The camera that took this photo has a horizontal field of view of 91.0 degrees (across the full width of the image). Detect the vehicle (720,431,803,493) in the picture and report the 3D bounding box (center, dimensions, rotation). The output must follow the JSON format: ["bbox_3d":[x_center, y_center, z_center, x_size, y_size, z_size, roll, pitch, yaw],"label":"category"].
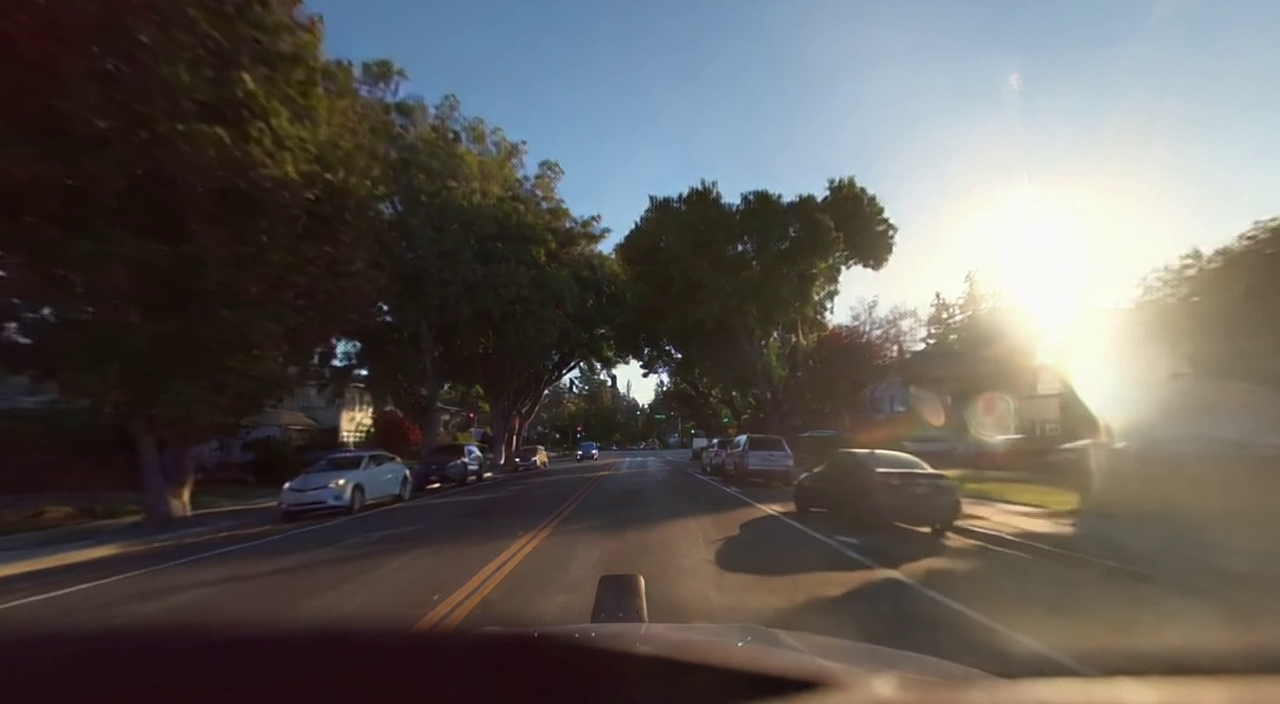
[{"bbox_3d":[3.902,3.594,20.917,1.908,1.788,4.397,0,-8,0],"label":"vehicle"}]

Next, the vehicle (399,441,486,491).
[{"bbox_3d":[-7.533,4.375,24.478,1.994,1.718,4.518,0,-9,-1],"label":"vehicle"}]

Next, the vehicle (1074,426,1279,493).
[{"bbox_3d":[12.919,2.546,14.987,3.735,1.454,1.772,-1,-9,6],"label":"vehicle"}]

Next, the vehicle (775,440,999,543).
[{"bbox_3d":[3.923,2.276,10.987,2.036,1.405,4.312,0,-9,-2],"label":"vehicle"}]

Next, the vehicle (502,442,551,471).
[{"bbox_3d":[-7.320,6.804,41.125,2.150,1.766,5.483,-1,-9,1],"label":"vehicle"}]

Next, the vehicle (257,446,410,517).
[{"bbox_3d":[-7.493,3.164,15.860,1.976,1.554,3.654,0,-9,0],"label":"vehicle"}]
